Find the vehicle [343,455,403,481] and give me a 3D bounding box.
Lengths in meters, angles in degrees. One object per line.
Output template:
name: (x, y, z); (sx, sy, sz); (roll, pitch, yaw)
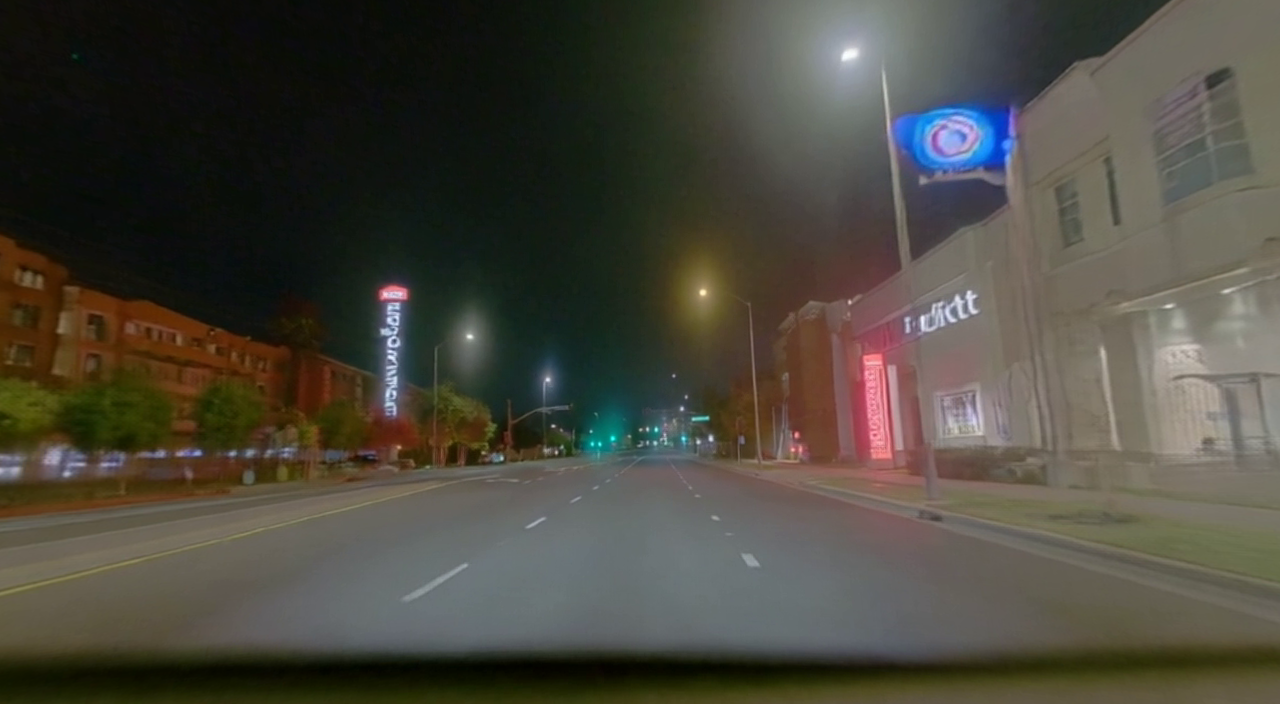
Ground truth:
vehicle: (-17.511, 7.589, 41.483); (1.938, 1.465, 4.744); (-2, -8, 0)
